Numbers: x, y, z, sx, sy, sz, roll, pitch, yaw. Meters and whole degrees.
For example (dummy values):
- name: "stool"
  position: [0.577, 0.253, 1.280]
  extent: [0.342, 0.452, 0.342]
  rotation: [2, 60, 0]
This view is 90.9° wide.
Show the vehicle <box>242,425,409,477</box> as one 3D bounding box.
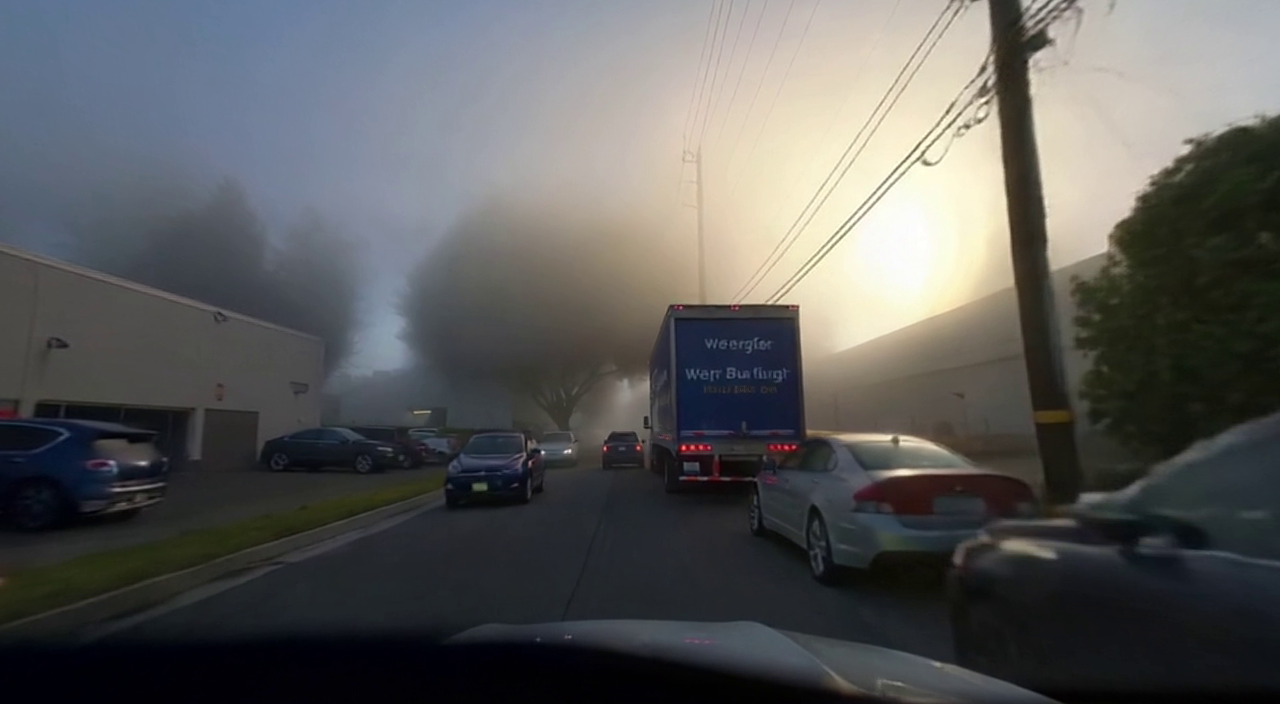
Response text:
- name: "vehicle"
  position: [-9.338, 2.961, 19.021]
  extent: [4.015, 1.461, 1.903]
  rotation: [1, -8, -5]

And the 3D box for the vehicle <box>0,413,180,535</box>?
- name: "vehicle"
  position: [-9.028, 1.595, 8.505]
  extent: [4.102, 1.455, 1.870]
  rotation: [0, -8, -1]

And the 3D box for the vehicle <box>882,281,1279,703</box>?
- name: "vehicle"
  position: [2.453, 0.685, 1.577]
  extent: [1.875, 1.674, 4.231]
  rotation: [0, -8, -2]

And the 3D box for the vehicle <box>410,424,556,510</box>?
- name: "vehicle"
  position: [-3.088, 2.347, 13.408]
  extent: [2.033, 1.508, 4.298]
  rotation: [0, -8, -1]

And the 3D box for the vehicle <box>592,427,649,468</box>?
- name: "vehicle"
  position: [-0.700, 3.889, 25.841]
  extent: [2.160, 1.498, 3.909]
  rotation: [0, -8, 1]

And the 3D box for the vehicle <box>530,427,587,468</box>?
- name: "vehicle"
  position: [-3.172, 3.808, 25.259]
  extent: [1.780, 1.488, 4.043]
  rotation: [0, -8, -1]

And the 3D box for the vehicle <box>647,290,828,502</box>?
- name: "vehicle"
  position: [1.956, 1.795, 19.435]
  extent: [2.865, 4.113, 14.471]
  rotation: [0, -8, -2]
